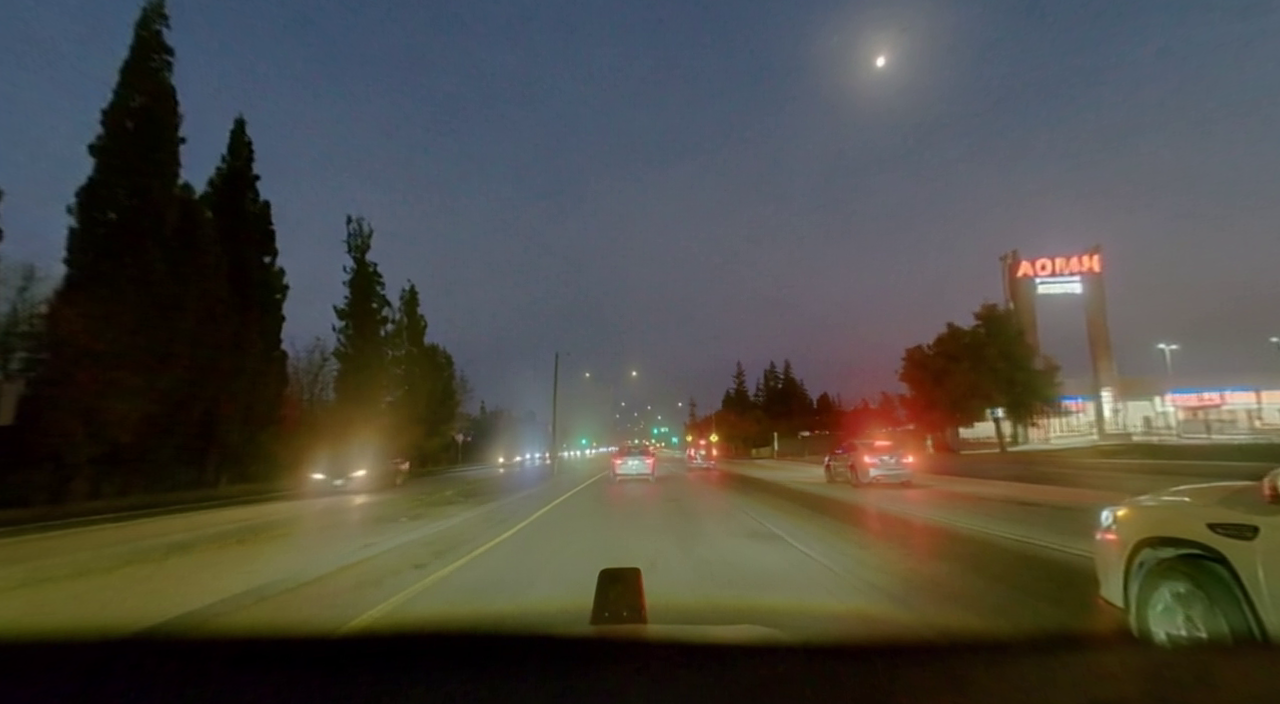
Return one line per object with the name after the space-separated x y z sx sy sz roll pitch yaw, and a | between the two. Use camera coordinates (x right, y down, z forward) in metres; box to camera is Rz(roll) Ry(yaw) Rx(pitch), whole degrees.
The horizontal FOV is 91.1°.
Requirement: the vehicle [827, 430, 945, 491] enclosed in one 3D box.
7.887 3.517 20.688 2.090 1.768 4.407 0 -9 0 | vehicle

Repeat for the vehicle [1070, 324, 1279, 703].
3.552 0.604 1.321 2.090 1.763 4.560 0 -9 1 | vehicle

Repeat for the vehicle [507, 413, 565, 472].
-7.915 7.020 48.873 3.021 4.215 7.024 0 -8 2 | vehicle

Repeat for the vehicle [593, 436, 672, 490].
-0.213 3.565 20.448 2.315 1.563 4.080 0 -9 0 | vehicle

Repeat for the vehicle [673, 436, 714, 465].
4.117 7.716 49.166 2.716 2.131 5.766 0 -9 0 | vehicle

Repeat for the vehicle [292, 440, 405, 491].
-11.673 4.548 25.597 2.172 1.865 4.728 0 -9 2 | vehicle
